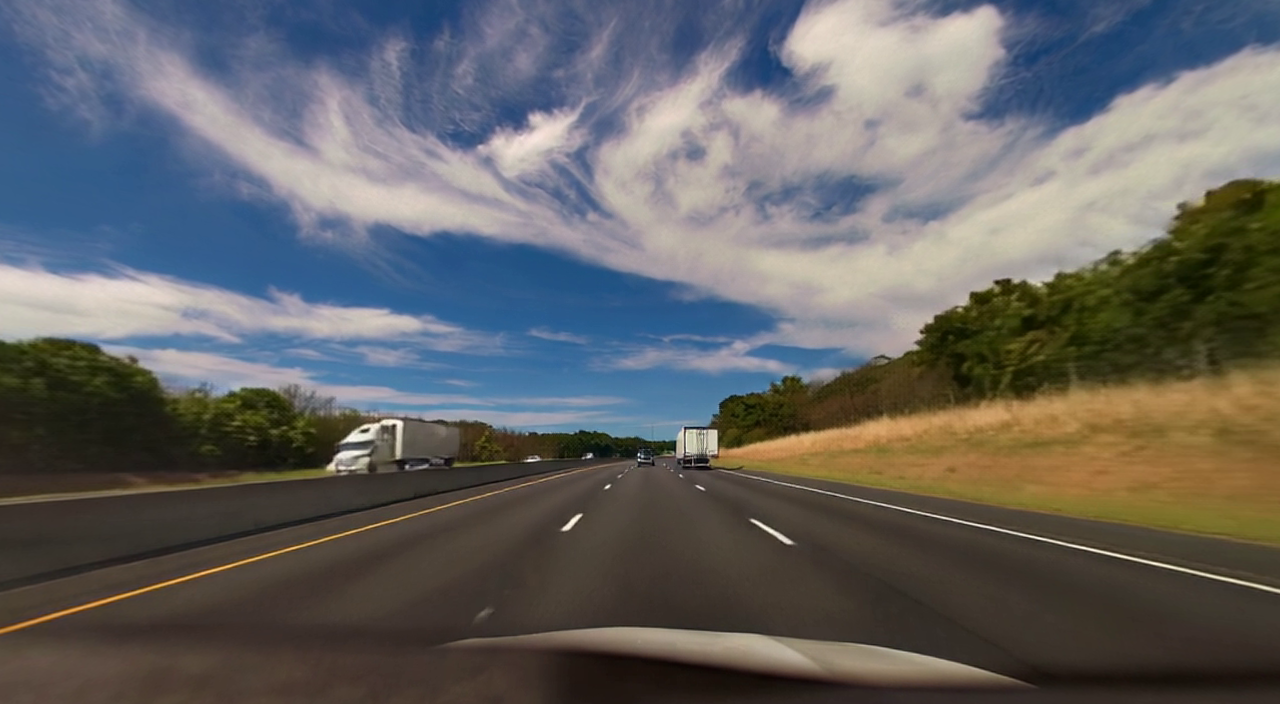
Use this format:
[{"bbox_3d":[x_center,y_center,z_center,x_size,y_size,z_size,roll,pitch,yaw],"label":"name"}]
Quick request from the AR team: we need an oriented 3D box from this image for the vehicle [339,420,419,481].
[{"bbox_3d":[-18.350,6.980,44.839,3.003,4.022,5.860,0,-9,1],"label":"vehicle"}]

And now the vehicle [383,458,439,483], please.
[{"bbox_3d":[-14.823,7.653,41.119,1.897,1.467,4.566,0,-9,1],"label":"vehicle"}]
